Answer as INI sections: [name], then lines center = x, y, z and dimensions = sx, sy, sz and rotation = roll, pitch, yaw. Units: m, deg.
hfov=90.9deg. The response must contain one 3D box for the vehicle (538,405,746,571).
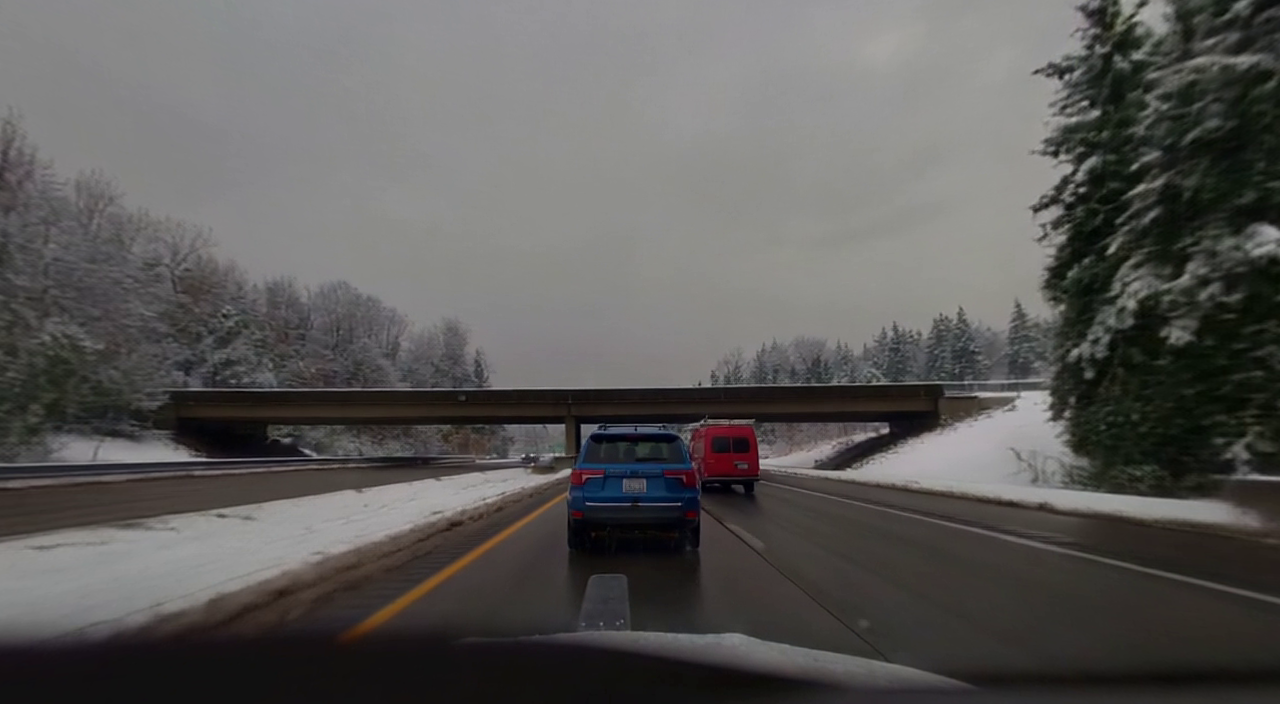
[vehicle]
center = 0.020, 1.821, 9.069
dimensions = 2.288, 1.823, 4.059
rotation = 0, -9, 0
